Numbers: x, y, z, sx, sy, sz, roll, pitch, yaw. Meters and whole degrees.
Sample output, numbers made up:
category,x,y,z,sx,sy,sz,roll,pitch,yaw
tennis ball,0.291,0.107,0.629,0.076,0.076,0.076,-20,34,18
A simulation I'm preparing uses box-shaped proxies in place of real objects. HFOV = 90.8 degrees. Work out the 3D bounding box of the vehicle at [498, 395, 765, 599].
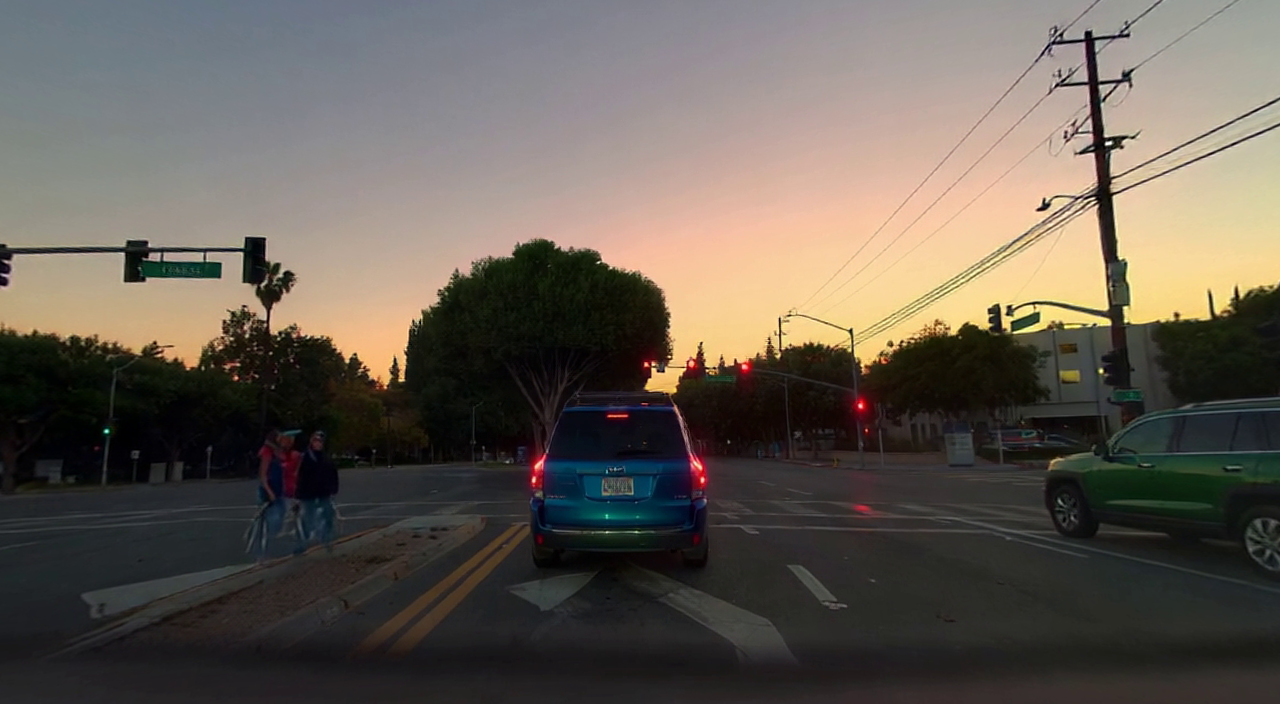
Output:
category,x,y,z,sx,sy,sz,roll,pitch,yaw
vehicle,-0.108,1.562,7.627,2.285,1.729,4.252,0,-9,-1

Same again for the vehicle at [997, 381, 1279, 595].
category,x,y,z,sx,sy,sz,roll,pitch,yaw
vehicle,6.575,1.440,7.242,2.119,1.827,4.806,0,-9,0
